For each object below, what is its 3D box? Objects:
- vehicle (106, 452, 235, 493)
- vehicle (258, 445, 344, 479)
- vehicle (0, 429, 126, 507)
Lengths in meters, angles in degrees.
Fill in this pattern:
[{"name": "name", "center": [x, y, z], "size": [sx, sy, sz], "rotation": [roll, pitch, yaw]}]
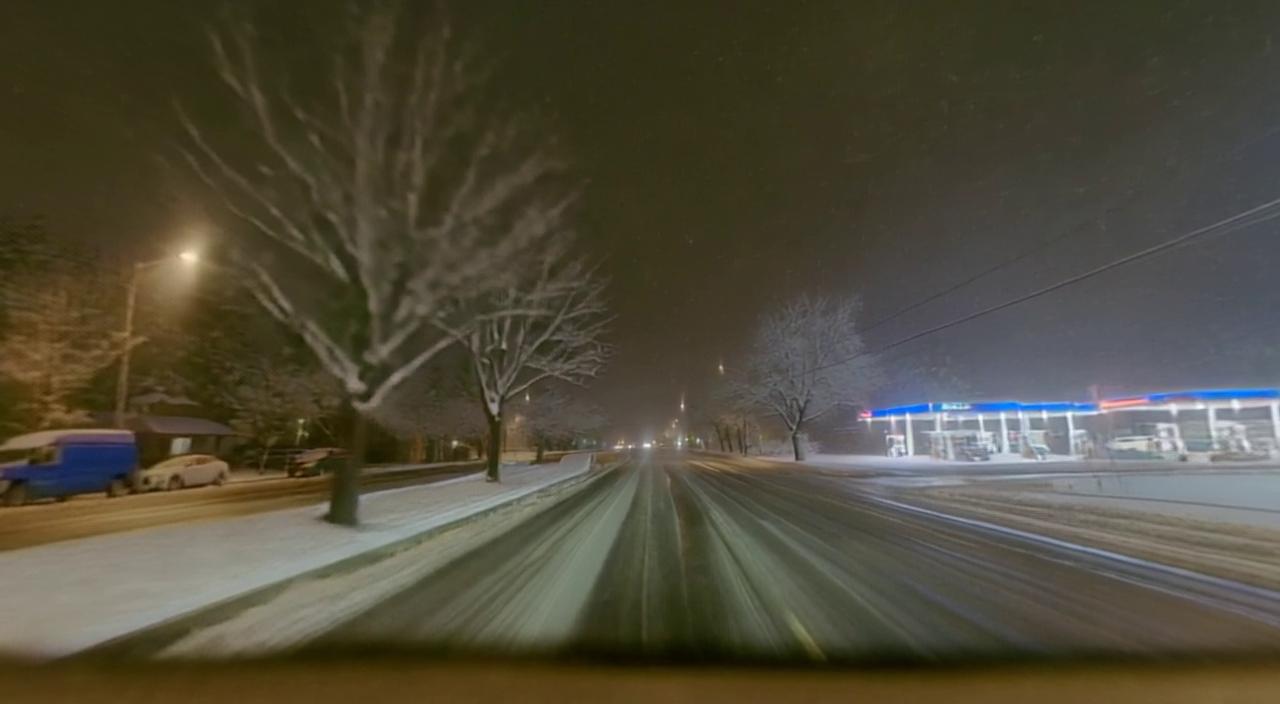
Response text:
[{"name": "vehicle", "center": [-18.968, 4.840, 25.827], "size": [1.829, 1.462, 4.463], "rotation": [0, -8, 1]}, {"name": "vehicle", "center": [-18.874, 6.111, 35.541], "size": [1.906, 1.744, 5.165], "rotation": [0, -8, 1]}, {"name": "vehicle", "center": [-19.177, 3.529, 19.387], "size": [2.216, 2.161, 5.522], "rotation": [-2, -8, -1]}]
